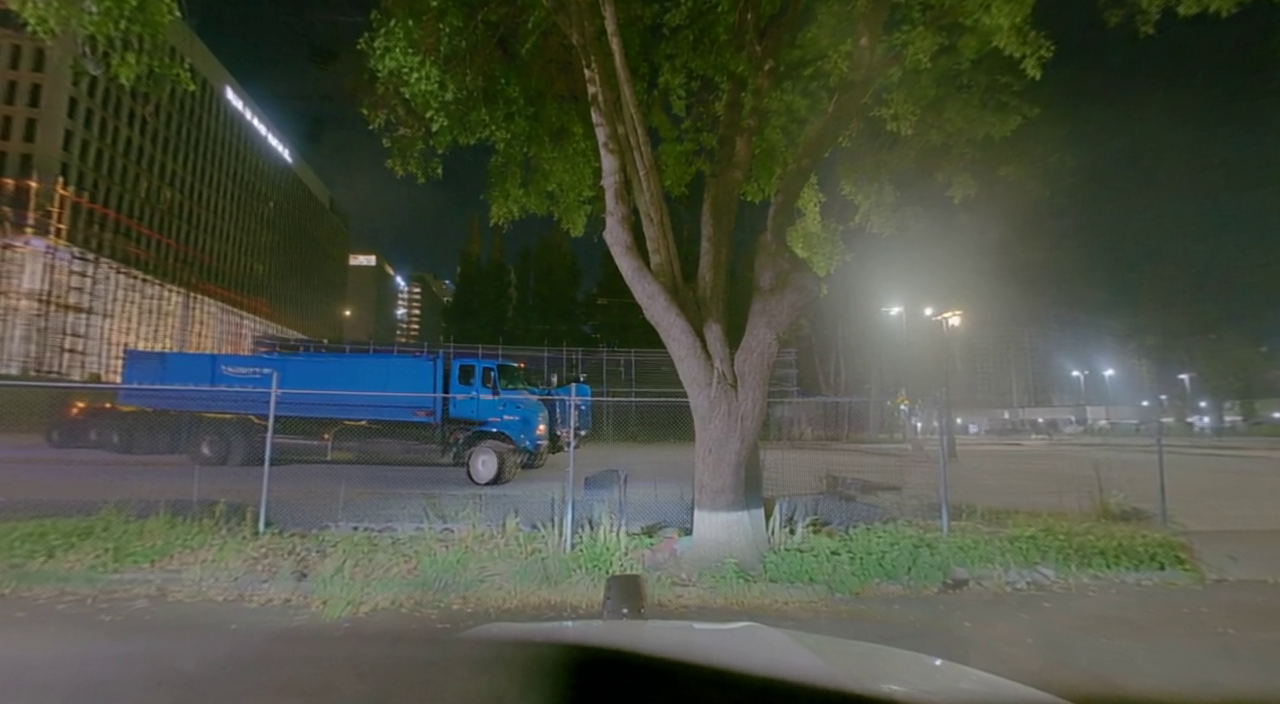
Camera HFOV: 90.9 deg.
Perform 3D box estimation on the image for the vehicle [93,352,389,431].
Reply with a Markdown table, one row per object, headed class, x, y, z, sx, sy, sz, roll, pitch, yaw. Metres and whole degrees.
| class | x | y | z | sx | sy | sz | roll | pitch | yaw |
| --- | --- | --- | --- | --- | --- | --- | --- | --- | --- |
| vehicle | -22.385 | 2.483 | 36.620 | 14.067 | 4.099 | 2.832 | 2 | -8 | -15 |
